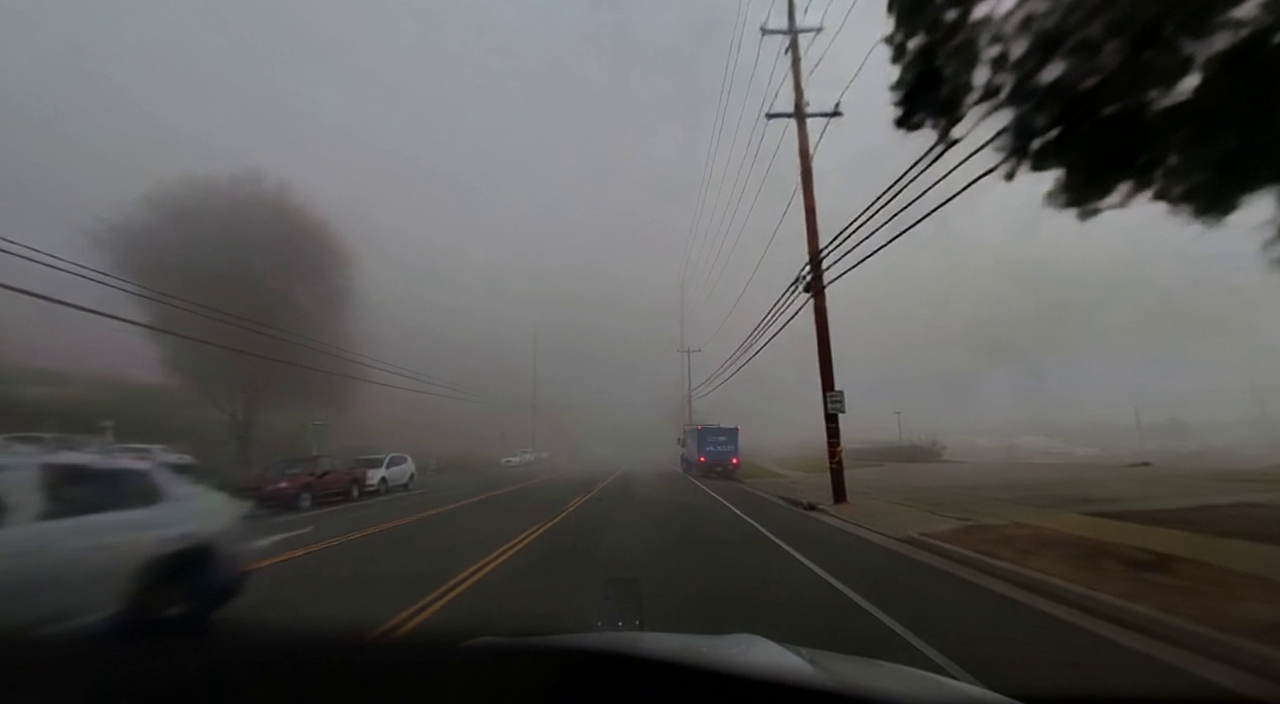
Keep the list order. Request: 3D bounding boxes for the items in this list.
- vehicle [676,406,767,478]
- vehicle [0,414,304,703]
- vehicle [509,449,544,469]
[{"bbox_3d":[3.809,4.649,32.291,3.168,3.106,9.350,0,-9,-2],"label":"vehicle"},{"bbox_3d":[-3.992,1.138,3.441,2.042,1.530,3.980,0,-9,1],"label":"vehicle"},{"bbox_3d":[-8.582,8.145,48.240,1.939,1.480,4.632,0,-9,-2],"label":"vehicle"}]
